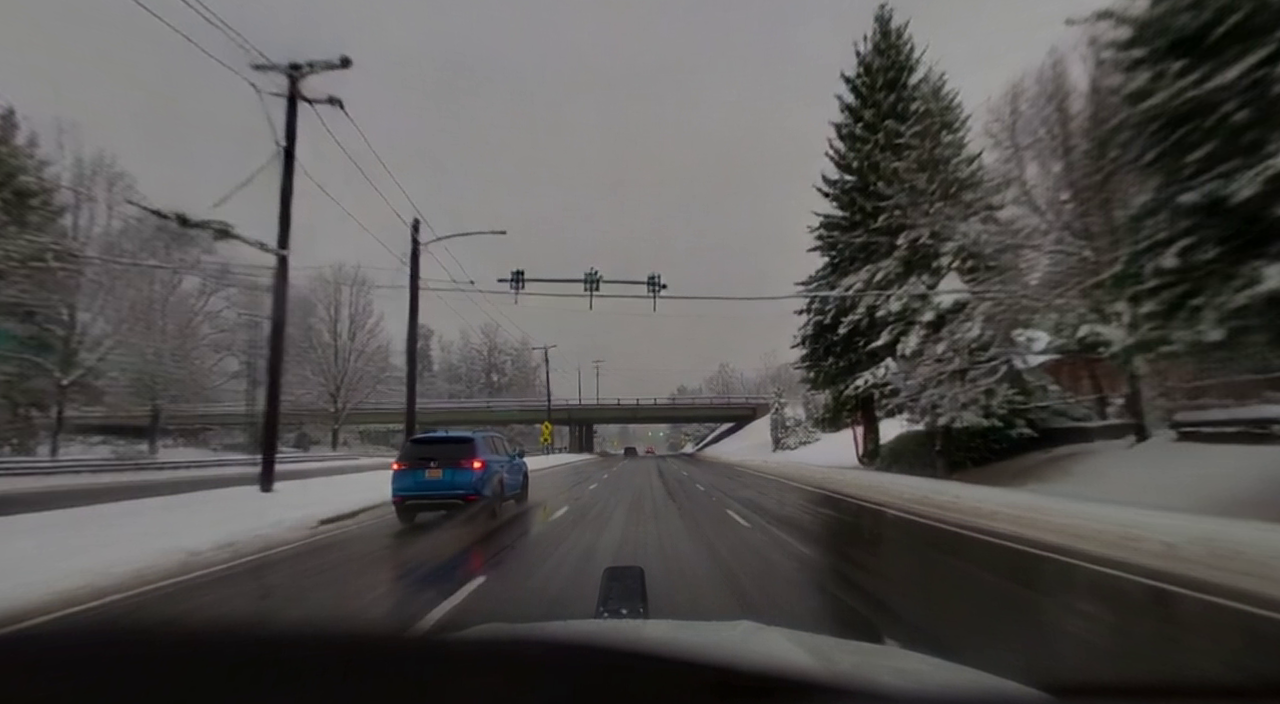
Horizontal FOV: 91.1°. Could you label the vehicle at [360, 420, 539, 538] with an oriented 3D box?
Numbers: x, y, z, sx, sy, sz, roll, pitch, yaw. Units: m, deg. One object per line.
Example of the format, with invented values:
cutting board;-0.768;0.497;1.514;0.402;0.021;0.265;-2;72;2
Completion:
vehicle;-3.173;2.194;11.500;1.882;1.704;4.335;-1;-8;0
